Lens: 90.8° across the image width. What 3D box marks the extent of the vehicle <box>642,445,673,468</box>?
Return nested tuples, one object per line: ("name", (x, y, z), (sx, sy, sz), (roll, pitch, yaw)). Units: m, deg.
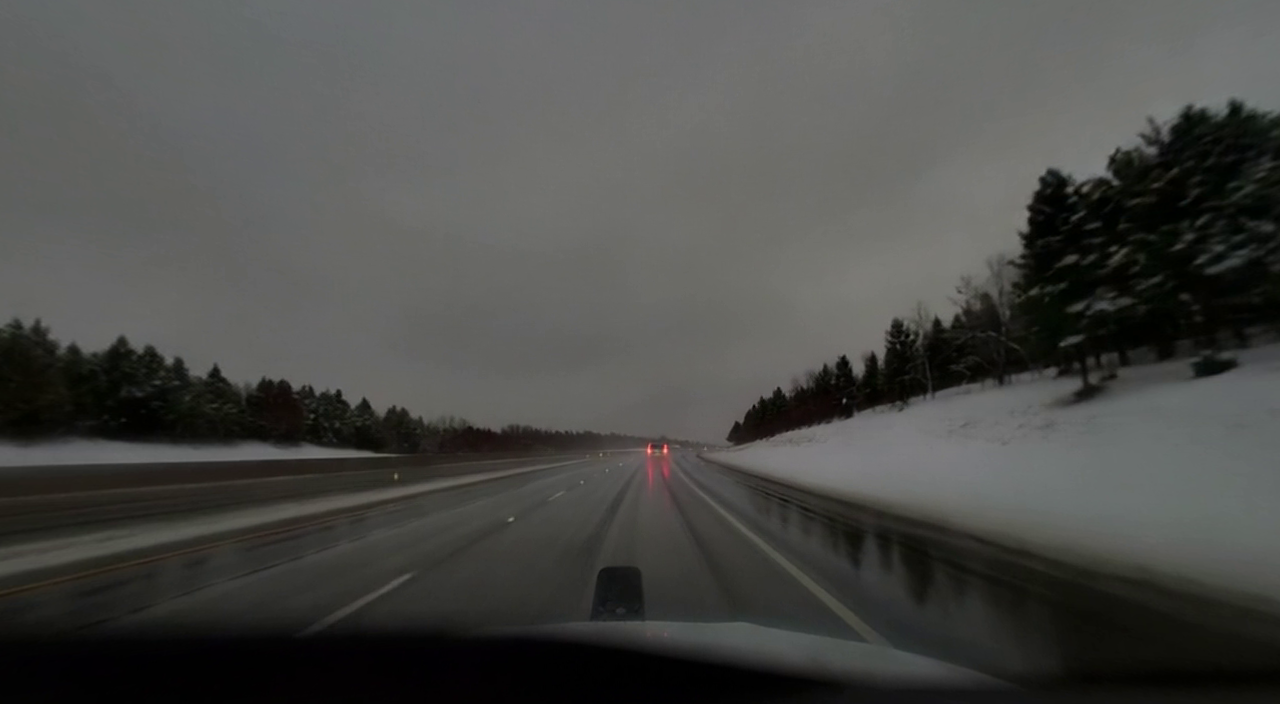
("vehicle", (1.309, 7.789, 47.037), (2.221, 1.603, 4.149), (0, -9, 2))
